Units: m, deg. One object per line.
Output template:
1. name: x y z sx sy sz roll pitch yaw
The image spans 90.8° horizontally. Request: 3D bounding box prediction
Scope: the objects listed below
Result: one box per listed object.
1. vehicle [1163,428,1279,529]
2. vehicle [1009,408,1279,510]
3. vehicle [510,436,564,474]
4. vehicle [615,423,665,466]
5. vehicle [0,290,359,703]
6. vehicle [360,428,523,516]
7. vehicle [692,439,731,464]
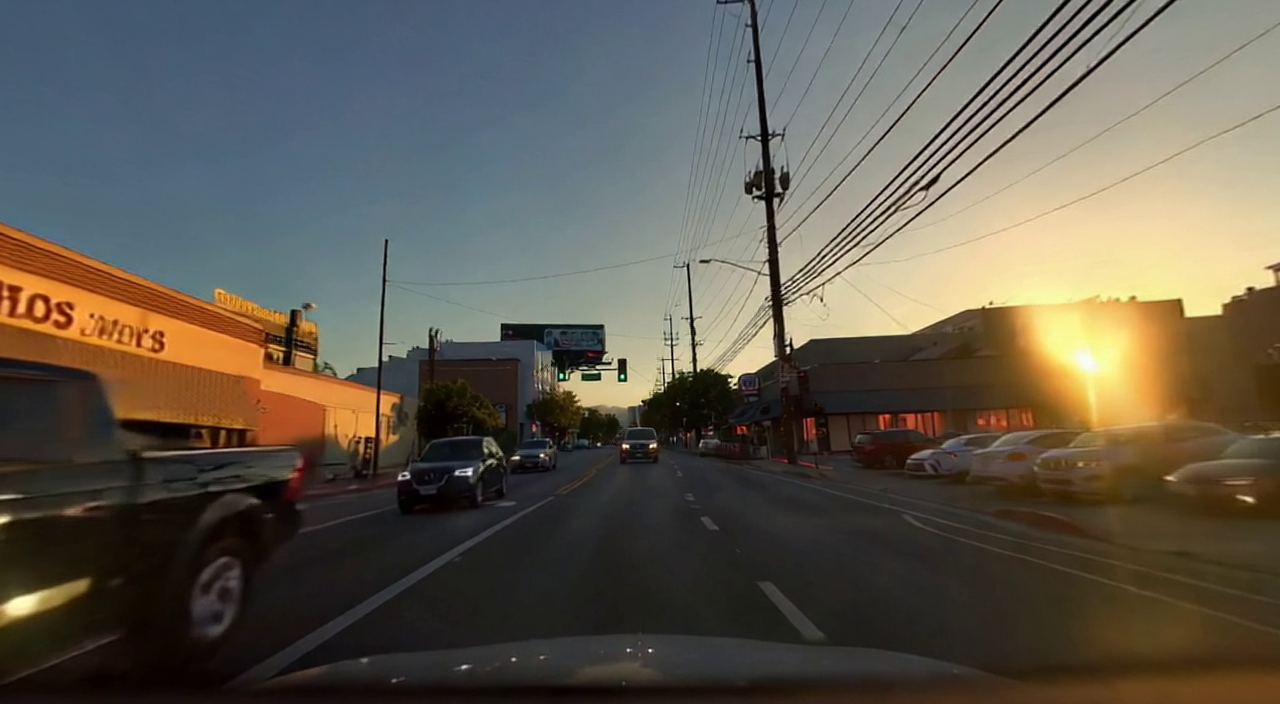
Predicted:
1. vehicle: 11.467 1.985 10.221 4.238 1.464 1.862 -1 -9 2
2. vehicle: 10.722 2.145 12.948 4.937 1.827 2.042 -1 -8 0
3. vehicle: -4.656 4.717 29.054 1.875 1.595 3.901 0 -9 -1
4. vehicle: 0.034 5.428 37.046 2.683 2.295 6.404 0 -9 0
5. vehicle: -3.708 0.798 3.038 2.277 1.904 5.583 0 -9 -2
6. vehicle: -4.103 2.573 14.070 2.033 1.572 4.939 0 -9 0
7. vehicle: 4.434 6.250 39.710 1.926 1.482 4.442 0 -9 0
